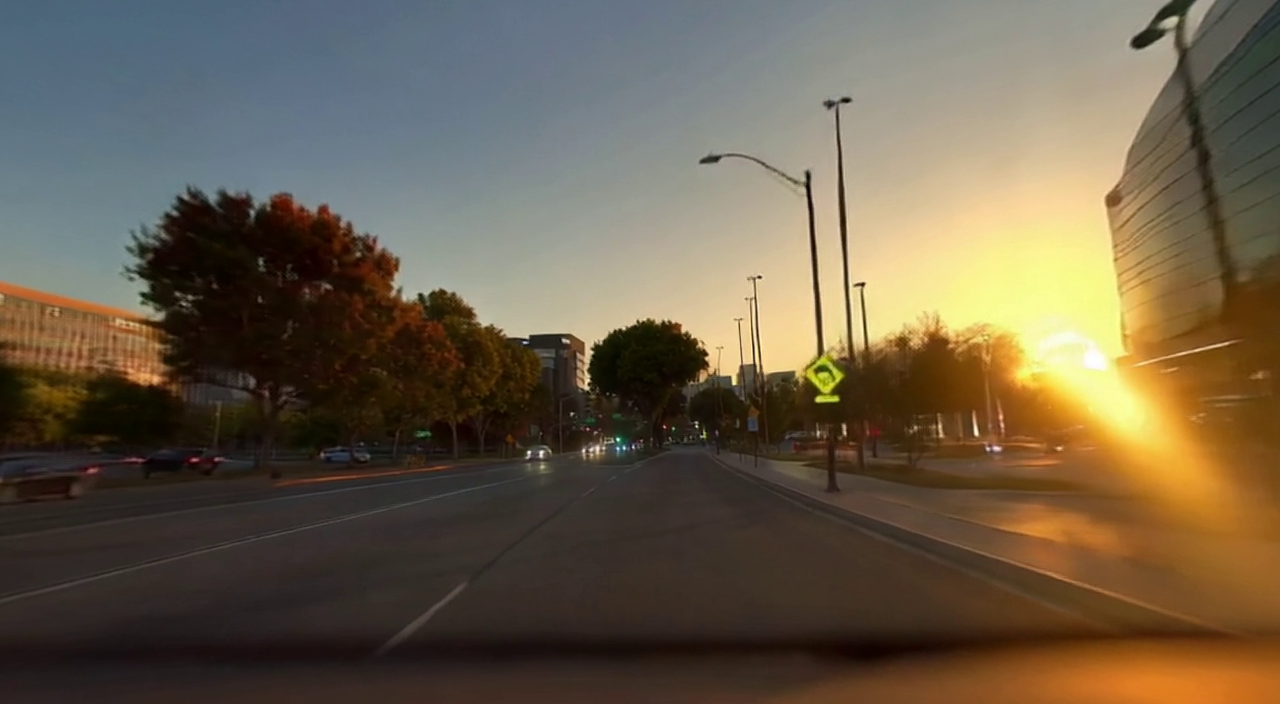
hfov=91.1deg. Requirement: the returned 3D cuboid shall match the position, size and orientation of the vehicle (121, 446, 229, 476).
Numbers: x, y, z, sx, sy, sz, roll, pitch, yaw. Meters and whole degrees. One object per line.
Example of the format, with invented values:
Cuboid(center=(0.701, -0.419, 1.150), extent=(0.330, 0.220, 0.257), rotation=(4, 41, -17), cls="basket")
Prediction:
Cuboid(center=(-27.153, 6.357, 36.785), extent=(4.816, 1.655, 1.928), rotation=(-1, -9, 3), cls="vehicle")
